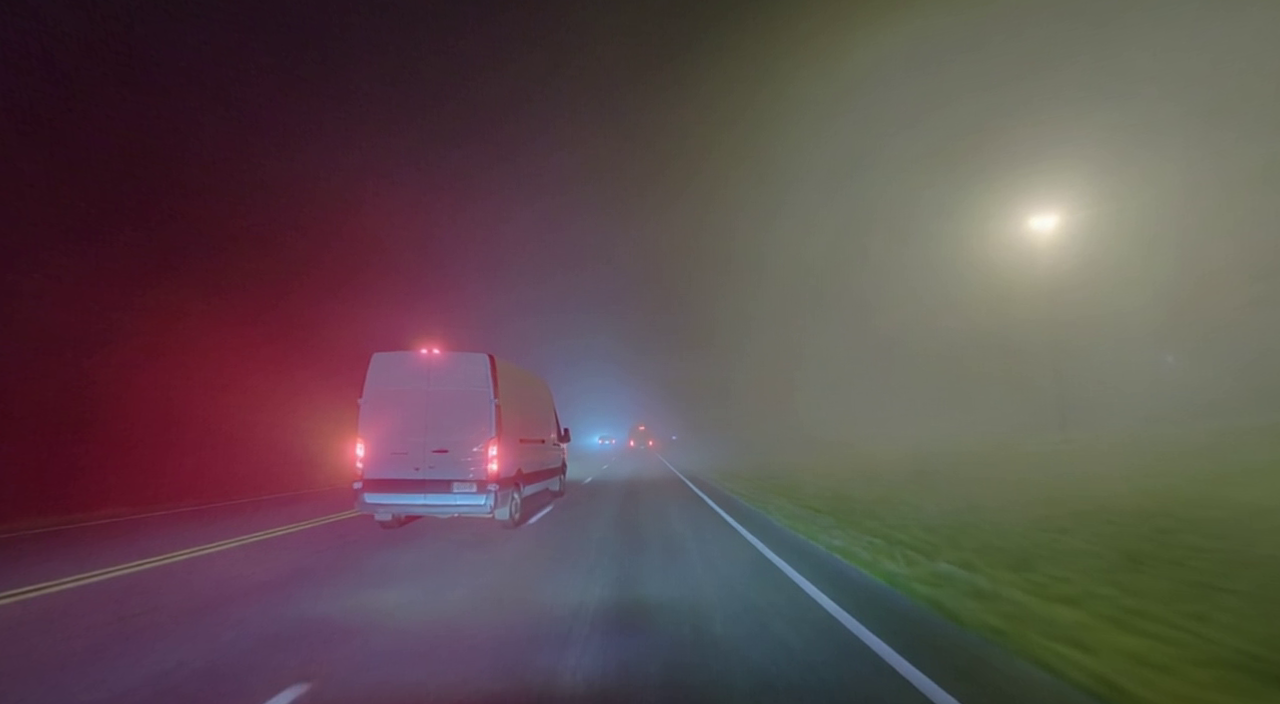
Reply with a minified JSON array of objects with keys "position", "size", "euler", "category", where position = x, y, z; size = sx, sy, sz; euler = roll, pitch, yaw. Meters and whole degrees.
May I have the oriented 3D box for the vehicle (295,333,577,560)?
[{"position":[-2.661,1.502,10.365],"size":[2.497,2.628,6.016],"euler":[0,-8,1],"category":"vehicle"}]
